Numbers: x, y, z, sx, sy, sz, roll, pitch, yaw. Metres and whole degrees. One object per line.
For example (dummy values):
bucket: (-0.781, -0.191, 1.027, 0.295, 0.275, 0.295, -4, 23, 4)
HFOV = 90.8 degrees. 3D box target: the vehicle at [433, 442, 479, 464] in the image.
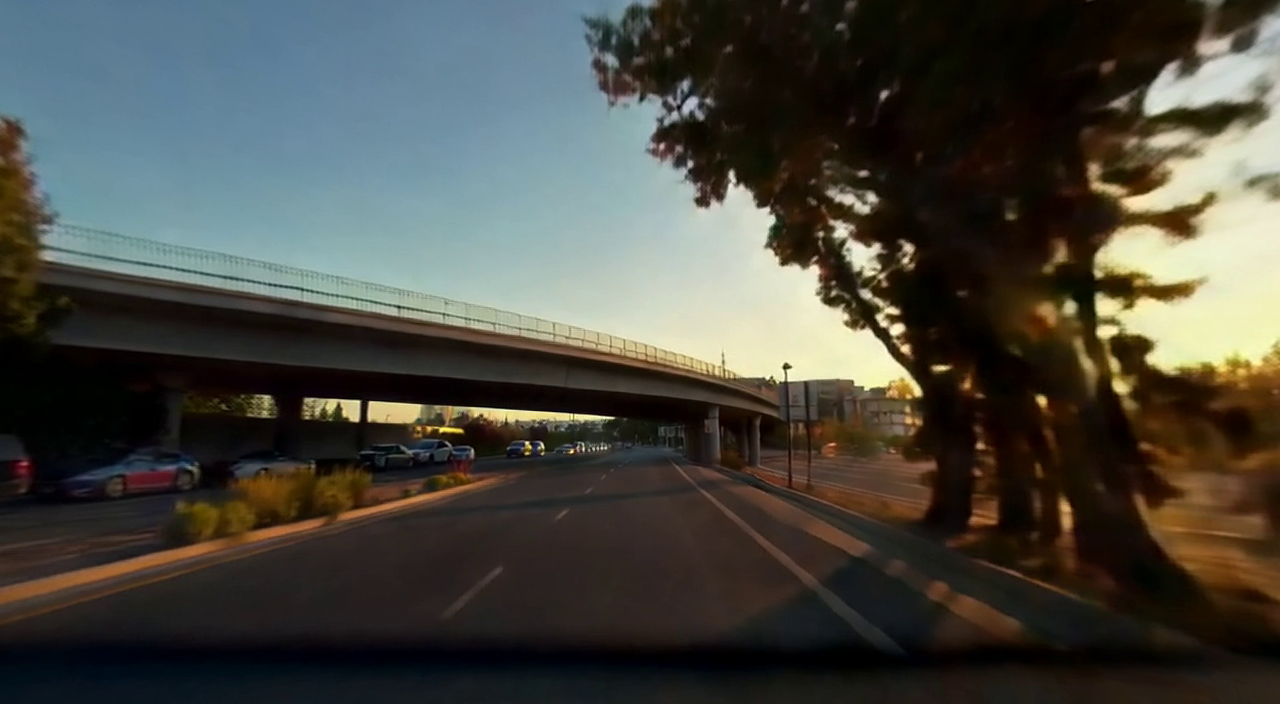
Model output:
vehicle: (-13.179, 7.296, 45.479, 1.847, 1.498, 4.368, 1, -10, 2)

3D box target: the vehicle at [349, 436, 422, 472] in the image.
vehicle: (-13.316, 5.375, 33.353, 1.903, 1.703, 4.346, 2, -9, 1)

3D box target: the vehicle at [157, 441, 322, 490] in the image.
vehicle: (-13.847, 3.930, 22.392, 2.155, 1.477, 5.369, 0, -8, 3)

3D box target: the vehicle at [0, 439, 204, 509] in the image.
vehicle: (-13.976, 3.112, 16.530, 1.908, 1.559, 4.301, 0, -9, 2)

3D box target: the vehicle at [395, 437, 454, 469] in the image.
vehicle: (-13.355, 6.247, 39.419, 1.886, 1.801, 4.337, 2, -8, 3)
